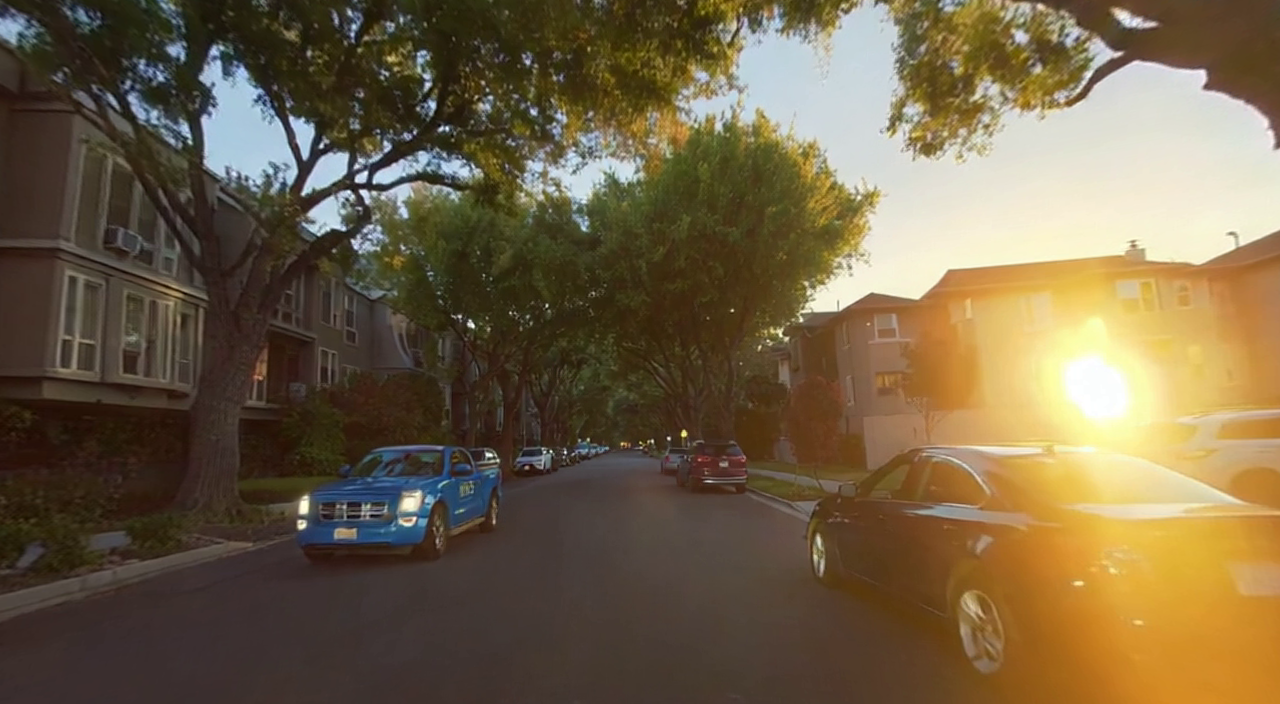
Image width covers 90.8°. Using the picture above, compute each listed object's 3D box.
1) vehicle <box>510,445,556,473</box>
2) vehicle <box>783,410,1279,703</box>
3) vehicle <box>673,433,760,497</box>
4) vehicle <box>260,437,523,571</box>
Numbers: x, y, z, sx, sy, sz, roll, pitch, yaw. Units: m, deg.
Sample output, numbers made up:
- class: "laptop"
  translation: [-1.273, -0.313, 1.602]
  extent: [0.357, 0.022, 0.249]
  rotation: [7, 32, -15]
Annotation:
- class: "vehicle"
  translation: [-6.524, 6.558, 38.964]
  extent: [1.959, 1.490, 4.361]
  rotation: [0, -7, 1]
- class: "vehicle"
  translation: [2.591, 1.280, 4.408]
  extent: [1.845, 1.479, 4.727]
  rotation: [0, -8, -3]
- class: "vehicle"
  translation: [2.113, 3.277, 18.680]
  extent: [1.878, 1.664, 4.033]
  rotation: [0, -8, -3]
- class: "vehicle"
  translation: [-3.271, 2.068, 9.501]
  extent: [1.966, 1.515, 4.394]
  rotation: [-1, -8, 3]
